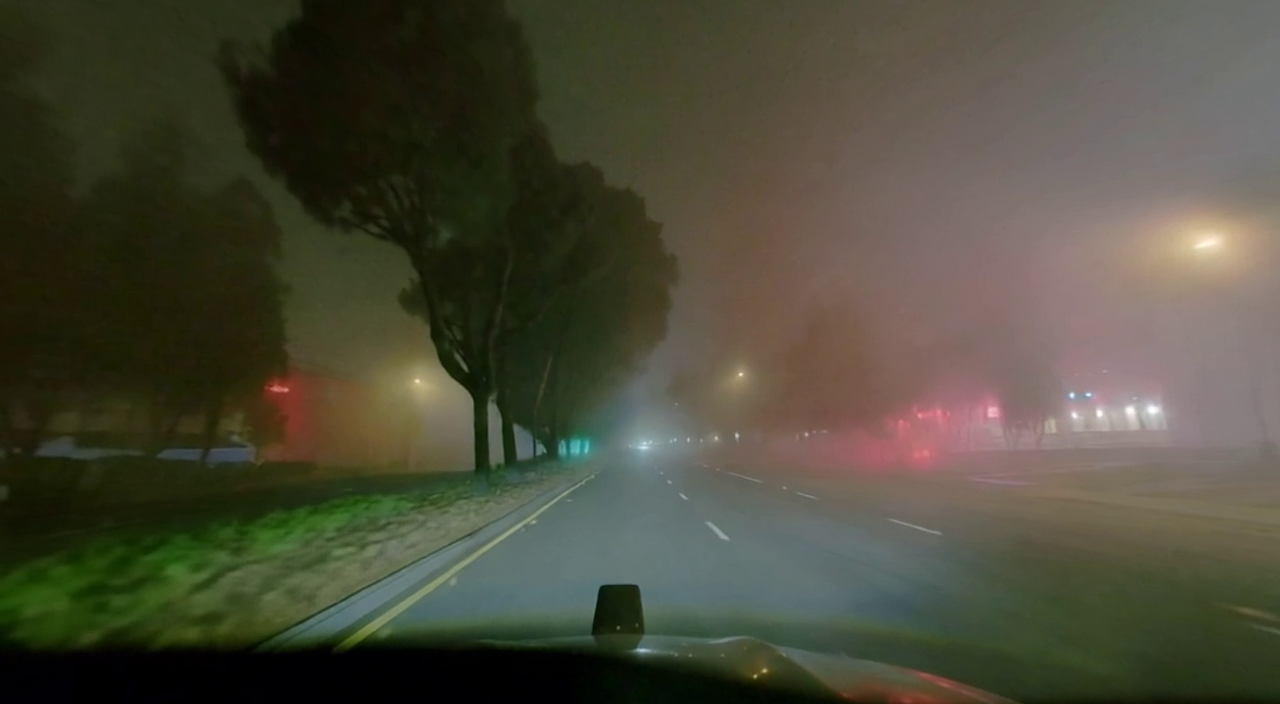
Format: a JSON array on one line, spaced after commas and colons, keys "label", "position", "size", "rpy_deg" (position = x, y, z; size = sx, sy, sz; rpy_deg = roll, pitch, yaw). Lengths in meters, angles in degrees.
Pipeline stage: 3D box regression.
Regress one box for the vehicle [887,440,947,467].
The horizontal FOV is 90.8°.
[{"label": "vehicle", "position": [16.330, 5.927, 37.117], "size": [1.930, 1.449, 4.473], "rpy_deg": [-7, -11, 40]}]
